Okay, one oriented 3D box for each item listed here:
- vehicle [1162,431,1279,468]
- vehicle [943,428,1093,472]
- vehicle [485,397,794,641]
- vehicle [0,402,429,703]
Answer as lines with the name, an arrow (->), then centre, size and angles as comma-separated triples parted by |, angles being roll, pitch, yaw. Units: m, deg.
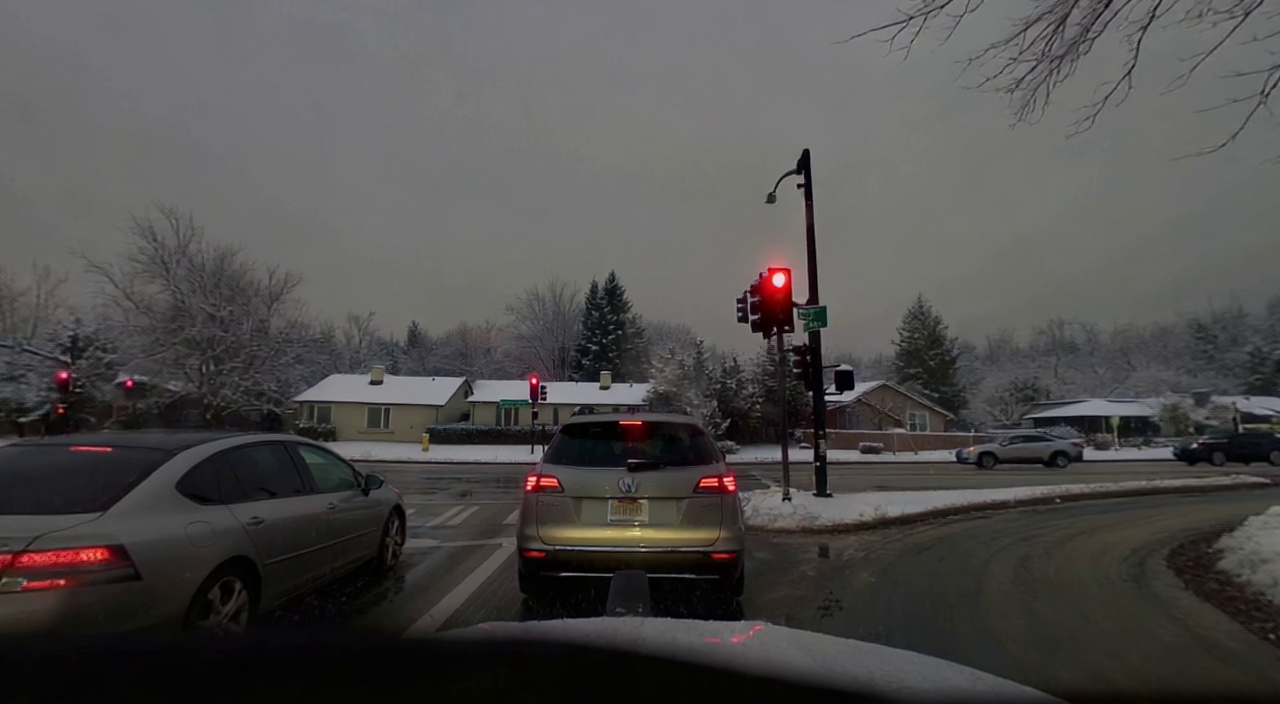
vehicle -> 27.030, 4.424, 28.730 | 4.639, 1.621, 1.867 | -1, -9, 7
vehicle -> 15.679, 4.093, 26.489 | 4.887, 1.769, 2.035 | -1, -9, 6
vehicle -> -0.147, 1.470, 6.564 | 2.154, 1.670, 4.140 | 1, -9, -5
vehicle -> -3.294, 1.269, 4.693 | 2.035, 1.492, 4.415 | 0, -9, -2
